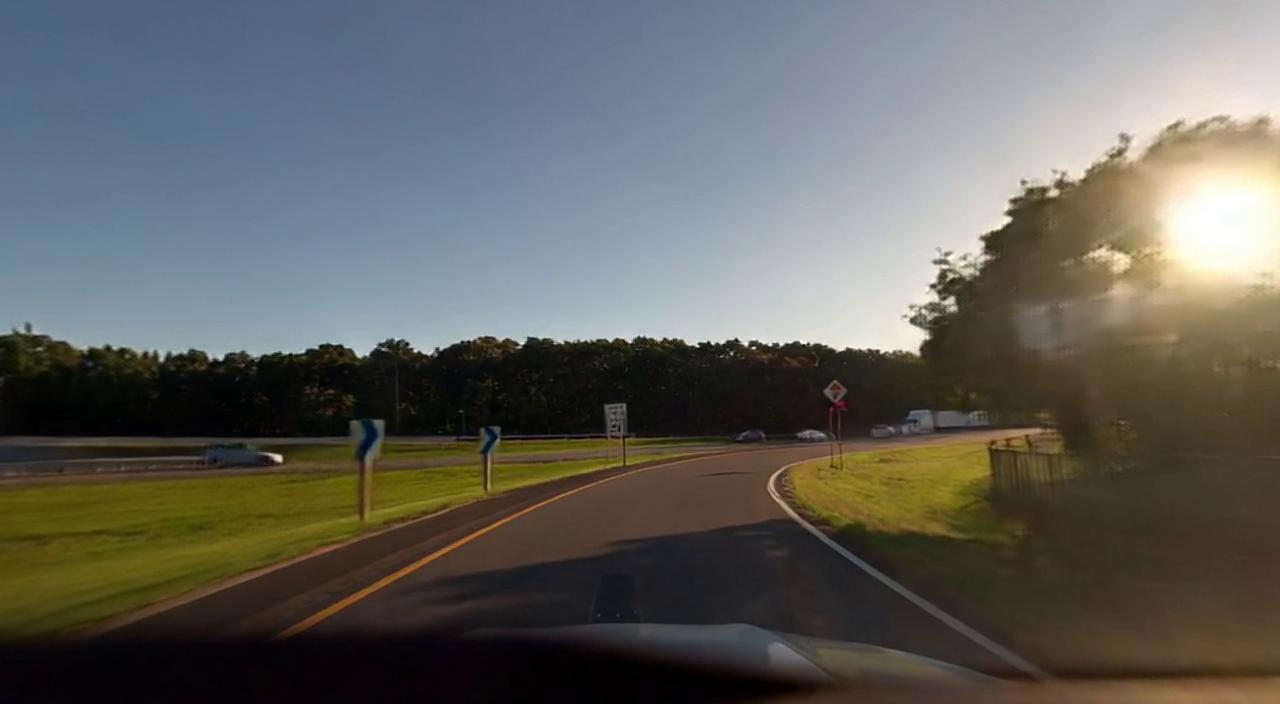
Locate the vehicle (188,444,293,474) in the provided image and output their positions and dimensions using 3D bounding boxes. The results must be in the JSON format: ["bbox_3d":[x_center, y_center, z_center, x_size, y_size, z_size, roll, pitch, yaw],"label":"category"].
[{"bbox_3d":[-22.779,6.121,36.172,4.843,1.579,2.135,4,-9,-28],"label":"vehicle"}]
